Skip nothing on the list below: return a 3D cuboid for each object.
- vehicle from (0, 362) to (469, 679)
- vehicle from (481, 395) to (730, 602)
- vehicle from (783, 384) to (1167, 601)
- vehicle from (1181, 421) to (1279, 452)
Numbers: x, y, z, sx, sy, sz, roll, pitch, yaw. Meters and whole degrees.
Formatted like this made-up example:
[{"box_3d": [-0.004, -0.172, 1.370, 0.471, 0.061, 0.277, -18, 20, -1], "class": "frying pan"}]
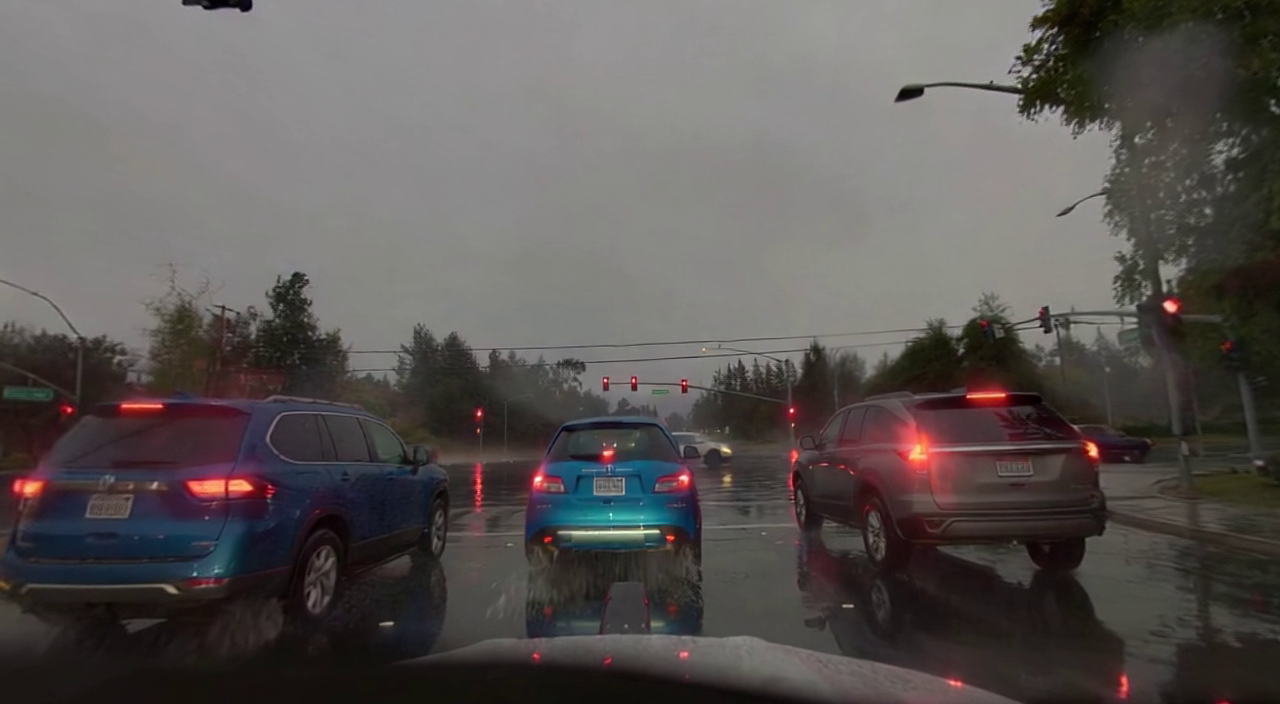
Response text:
[{"box_3d": [-3.279, 1.279, 5.893, 2.047, 1.810, 4.414, 0, -8, 1], "class": "vehicle"}, {"box_3d": [-0.234, 1.513, 7.317, 2.067, 1.702, 3.987, 0, -8, 2], "class": "vehicle"}, {"box_3d": [3.274, 1.485, 7.520, 2.083, 1.779, 4.532, 0, -8, 0], "class": "vehicle"}, {"box_3d": [32.785, 4.660, 34.770, 4.175, 1.634, 1.877, 1, -8, -5], "class": "vehicle"}]
